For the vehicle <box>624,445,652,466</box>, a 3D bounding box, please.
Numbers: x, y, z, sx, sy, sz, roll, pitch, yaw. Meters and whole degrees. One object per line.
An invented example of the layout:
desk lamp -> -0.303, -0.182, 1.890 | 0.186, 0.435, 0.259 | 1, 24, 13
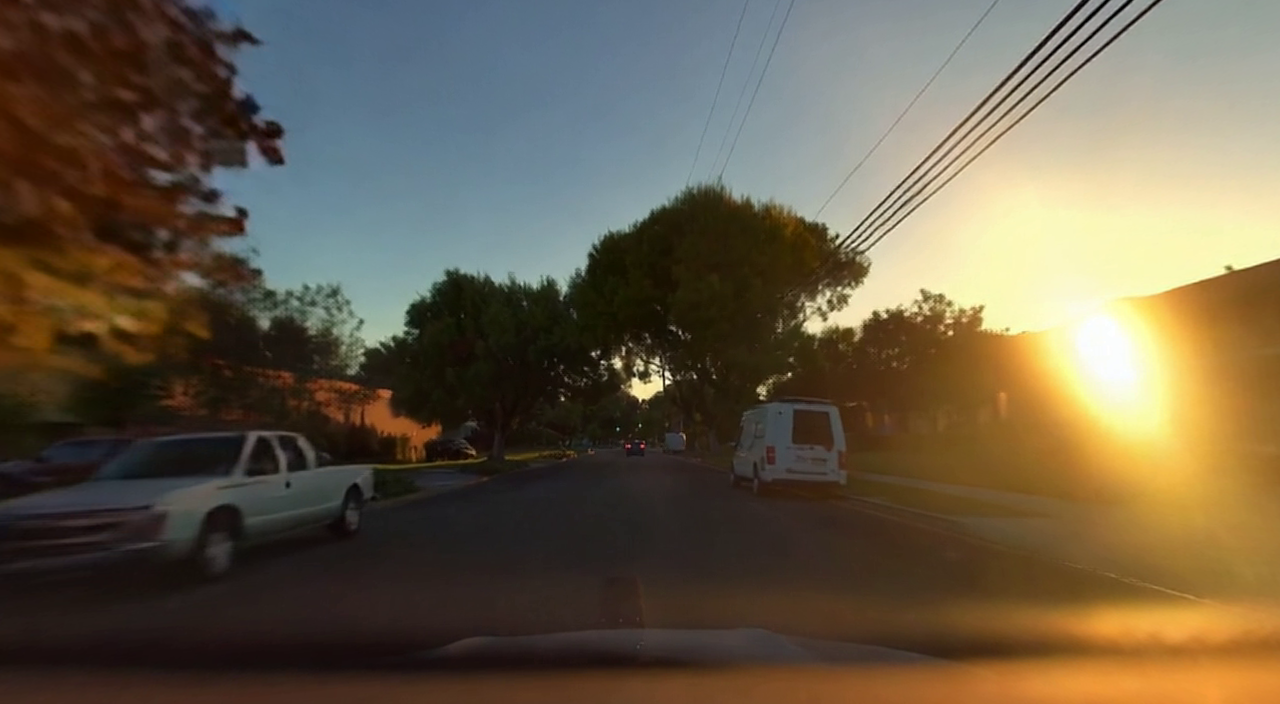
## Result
vehicle -> -0.185, 8.066, 49.404 | 2.062, 1.509, 4.305 | 0, -8, -1

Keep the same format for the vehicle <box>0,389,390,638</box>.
vehicle -> -5.804, 1.811, 8.604 | 2.284, 2.119, 5.984 | -4, -7, 1

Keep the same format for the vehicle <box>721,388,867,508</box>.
vehicle -> 3.983, 2.700, 17.804 | 2.384, 2.791, 5.899 | 1, -9, -2
